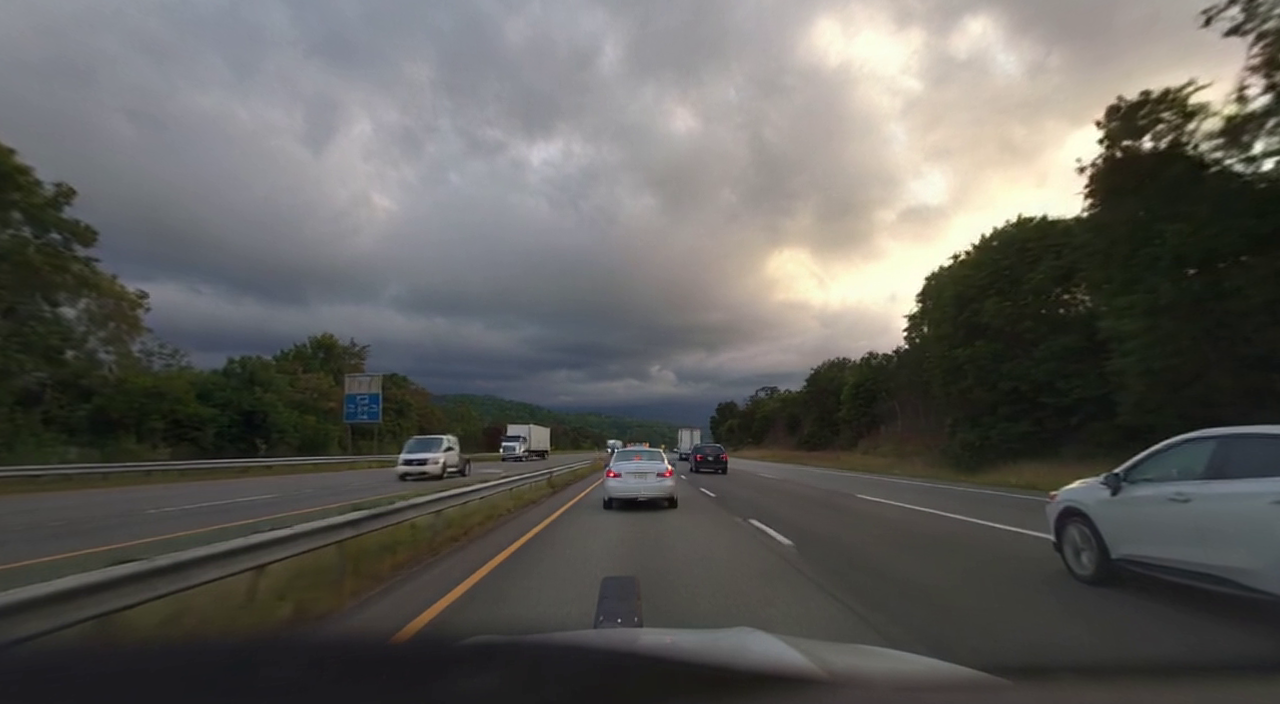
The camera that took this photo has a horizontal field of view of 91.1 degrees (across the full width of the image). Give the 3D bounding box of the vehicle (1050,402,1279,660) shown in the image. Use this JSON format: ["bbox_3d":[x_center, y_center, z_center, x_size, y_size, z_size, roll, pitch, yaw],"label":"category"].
[{"bbox_3d":[4.766,1.058,3.720,1.931,1.516,3.995,0,-9,0],"label":"vehicle"}]

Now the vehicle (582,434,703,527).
[{"bbox_3d":[0.014,2.514,12.771,2.088,1.580,3.657,0,-9,-1],"label":"vehicle"}]

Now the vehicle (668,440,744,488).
[{"bbox_3d":[2.305,4.065,23.139,1.999,1.596,3.990,0,-9,-5],"label":"vehicle"}]

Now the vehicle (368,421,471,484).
[{"bbox_3d":[-9.465,4.400,27.652,2.512,2.475,5.406,0,-9,0],"label":"vehicle"}]
